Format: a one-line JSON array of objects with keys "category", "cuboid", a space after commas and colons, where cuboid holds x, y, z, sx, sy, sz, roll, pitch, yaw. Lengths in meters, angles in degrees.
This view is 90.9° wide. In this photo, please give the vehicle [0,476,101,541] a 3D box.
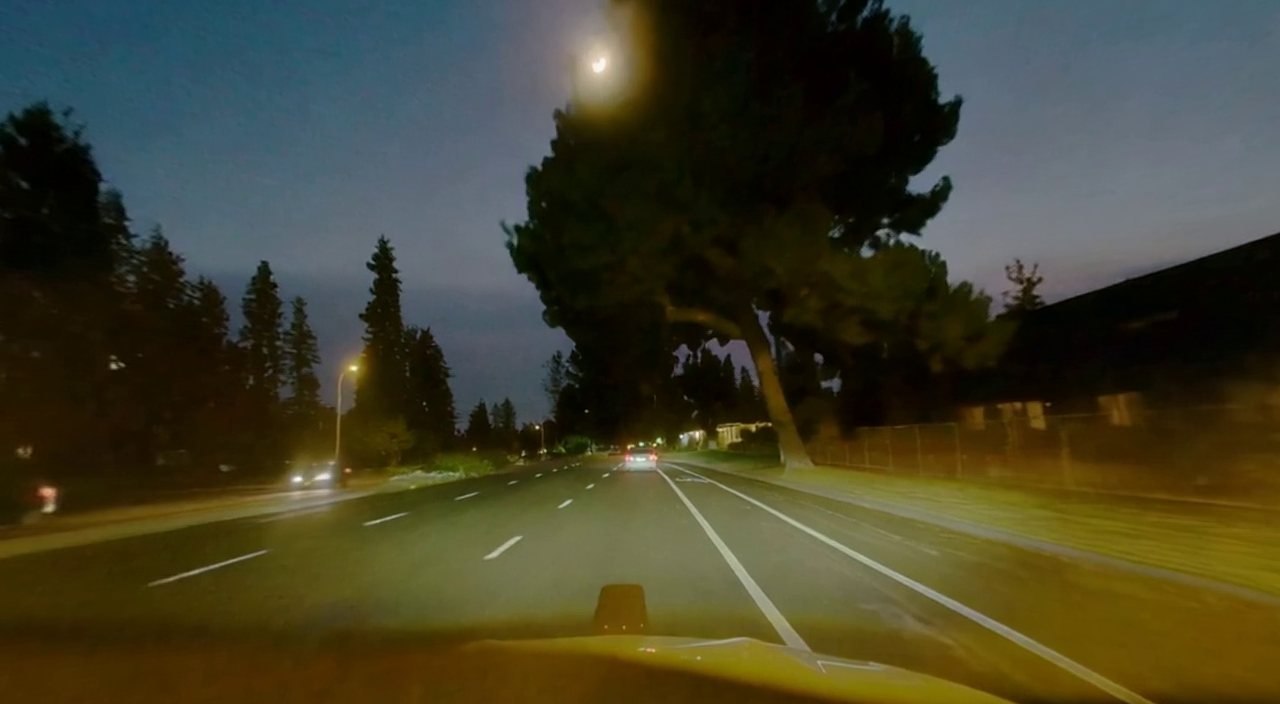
[{"category": "vehicle", "cuboid": [-17.111, 4.156, 16.779, 1.824, 1.471, 4.117, 0, -8, 0]}]

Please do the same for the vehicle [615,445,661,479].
[{"category": "vehicle", "cuboid": [-0.062, 5.079, 29.375, 2.009, 1.456, 4.003, 0, -8, 1]}]
